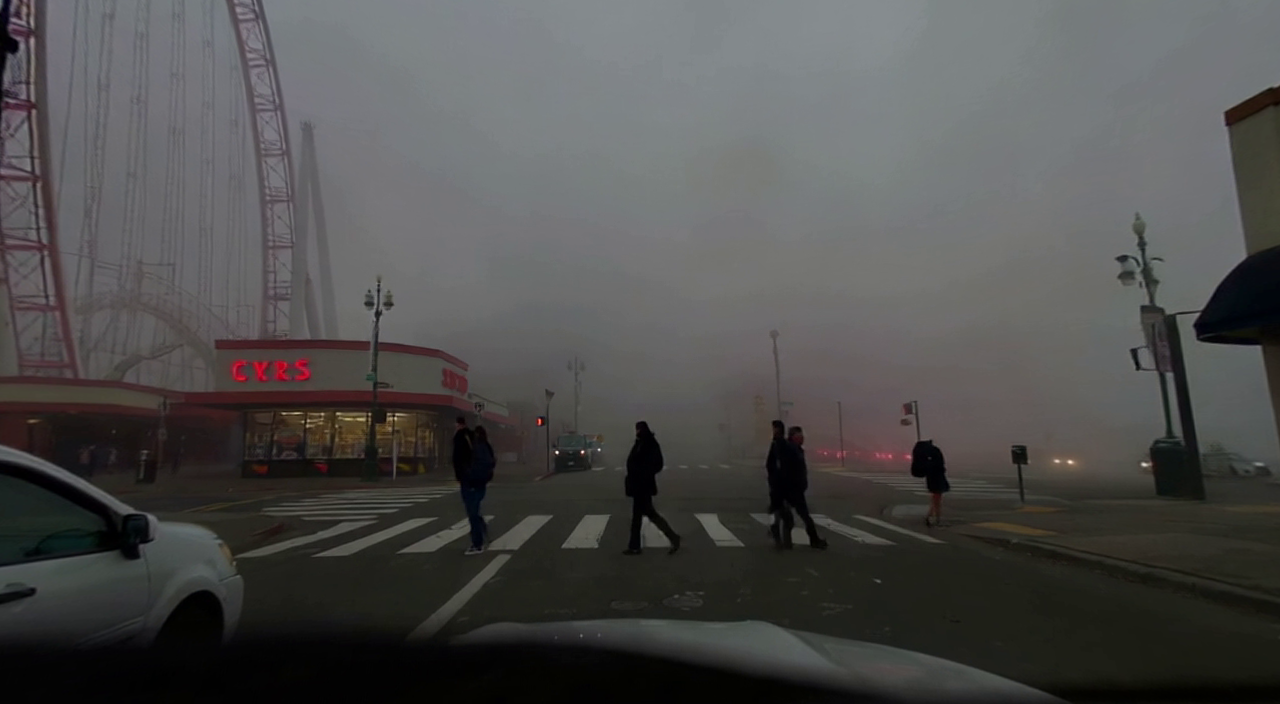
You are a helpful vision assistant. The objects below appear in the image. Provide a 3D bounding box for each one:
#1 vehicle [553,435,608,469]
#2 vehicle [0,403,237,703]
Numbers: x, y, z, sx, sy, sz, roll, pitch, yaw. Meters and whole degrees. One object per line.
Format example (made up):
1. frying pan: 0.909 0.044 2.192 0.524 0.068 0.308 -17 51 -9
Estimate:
1. vehicle: -3.885 6.355 40.268 2.549 2.000 5.699 2 -9 -15
2. vehicle: -3.371 0.787 1.186 1.940 1.505 4.676 -1 -9 3
